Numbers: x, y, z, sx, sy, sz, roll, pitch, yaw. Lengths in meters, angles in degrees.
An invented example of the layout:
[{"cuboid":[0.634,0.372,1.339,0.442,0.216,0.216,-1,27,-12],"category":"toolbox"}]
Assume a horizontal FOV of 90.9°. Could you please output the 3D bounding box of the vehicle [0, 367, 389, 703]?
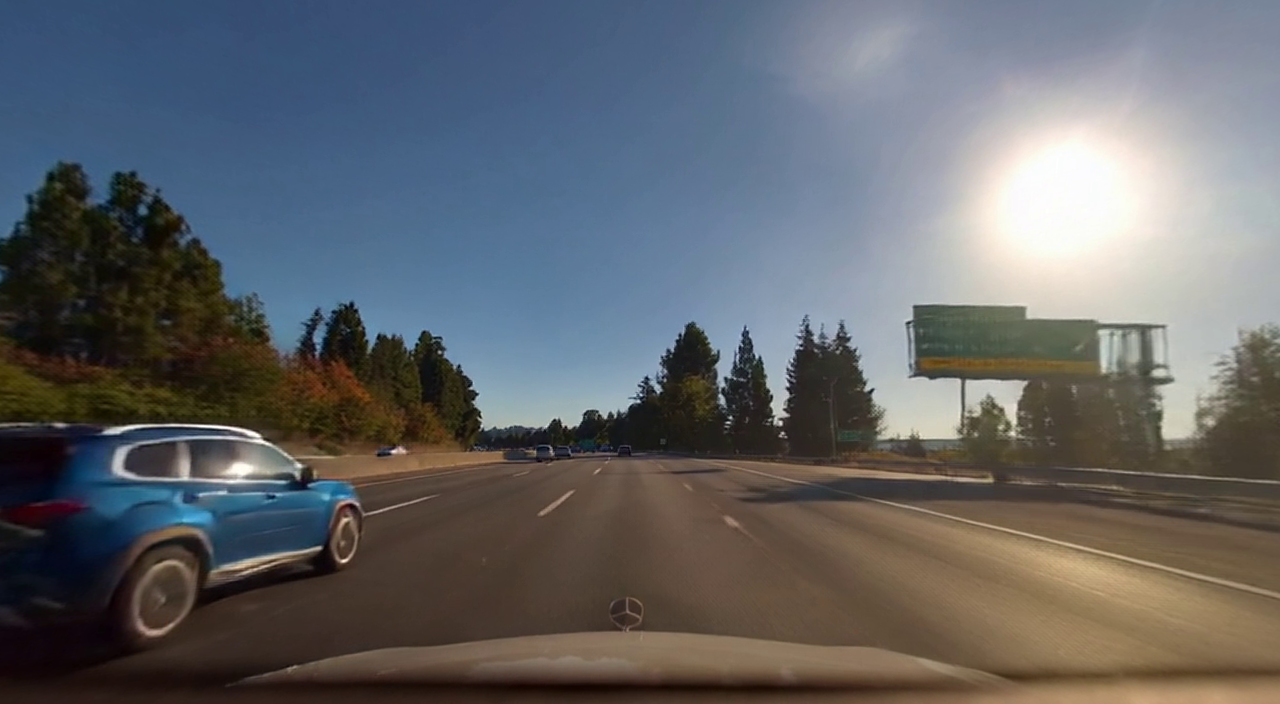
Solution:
[{"cuboid":[-4.105,1.256,5.195,2.162,1.724,4.537,0,-8,0],"category":"vehicle"}]
